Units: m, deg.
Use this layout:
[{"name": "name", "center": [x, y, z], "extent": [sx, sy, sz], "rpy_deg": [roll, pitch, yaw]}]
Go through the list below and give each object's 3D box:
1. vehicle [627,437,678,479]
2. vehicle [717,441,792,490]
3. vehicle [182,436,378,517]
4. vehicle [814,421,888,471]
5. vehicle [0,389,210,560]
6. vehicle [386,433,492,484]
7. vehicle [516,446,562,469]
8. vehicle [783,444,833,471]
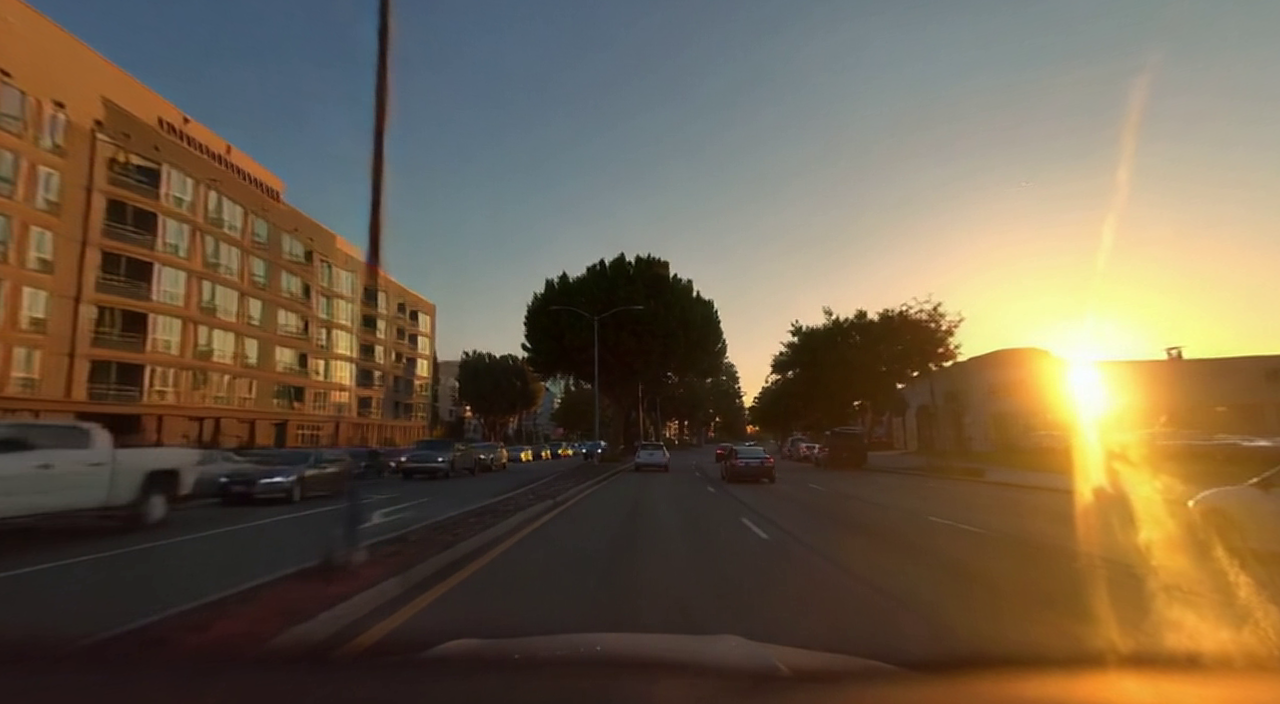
[{"name": "vehicle", "center": [0.586, 4.645, 27.789], "extent": [2.101, 1.694, 3.979], "rpy_deg": [0, -9, 2]}, {"name": "vehicle", "center": [3.791, 3.806, 21.567], "extent": [1.852, 1.498, 3.825], "rpy_deg": [0, -9, 0]}, {"name": "vehicle", "center": [-8.582, 2.977, 15.759], "extent": [1.920, 1.590, 5.041], "rpy_deg": [-3, -8, 1]}, {"name": "vehicle", "center": [13.192, 5.950, 40.080], "extent": [2.790, 2.897, 6.326], "rpy_deg": [-1, -9, 4]}, {"name": "vehicle", "center": [-8.669, 1.553, 8.162], "extent": [2.460, 1.970, 5.271], "rpy_deg": [0, -9, 0]}, {"name": "vehicle", "center": [-7.936, 4.279, 25.694], "extent": [2.218, 1.819, 5.732], "rpy_deg": [0, -9, 3]}, {"name": "vehicle", "center": [-6.664, 6.986, 42.098], "extent": [1.992, 1.465, 4.458], "rpy_deg": [-1, -9, 5]}, {"name": "vehicle", "center": [9.705, 6.109, 36.851], "extent": [1.860, 1.475, 4.488], "rpy_deg": [0, -9, 2]}]
